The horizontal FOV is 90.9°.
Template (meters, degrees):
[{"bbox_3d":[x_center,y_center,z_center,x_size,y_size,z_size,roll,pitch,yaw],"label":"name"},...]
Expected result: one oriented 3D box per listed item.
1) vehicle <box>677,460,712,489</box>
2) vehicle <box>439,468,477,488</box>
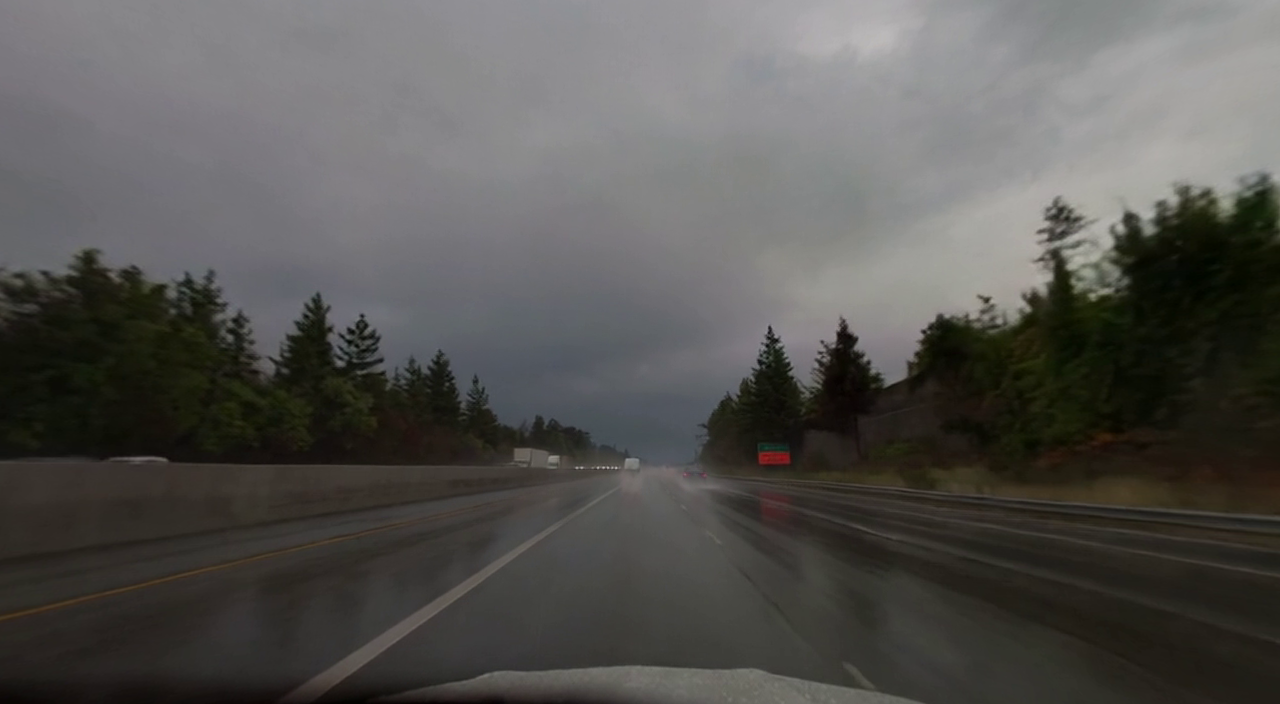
[{"bbox_3d":[3.908,8.881,45.697,2.093,1.933,4.623,1,-10,0],"label":"vehicle"},{"bbox_3d":[-14.150,9.798,49.084,1.837,1.444,3.440,0,-10,2],"label":"vehicle"}]
